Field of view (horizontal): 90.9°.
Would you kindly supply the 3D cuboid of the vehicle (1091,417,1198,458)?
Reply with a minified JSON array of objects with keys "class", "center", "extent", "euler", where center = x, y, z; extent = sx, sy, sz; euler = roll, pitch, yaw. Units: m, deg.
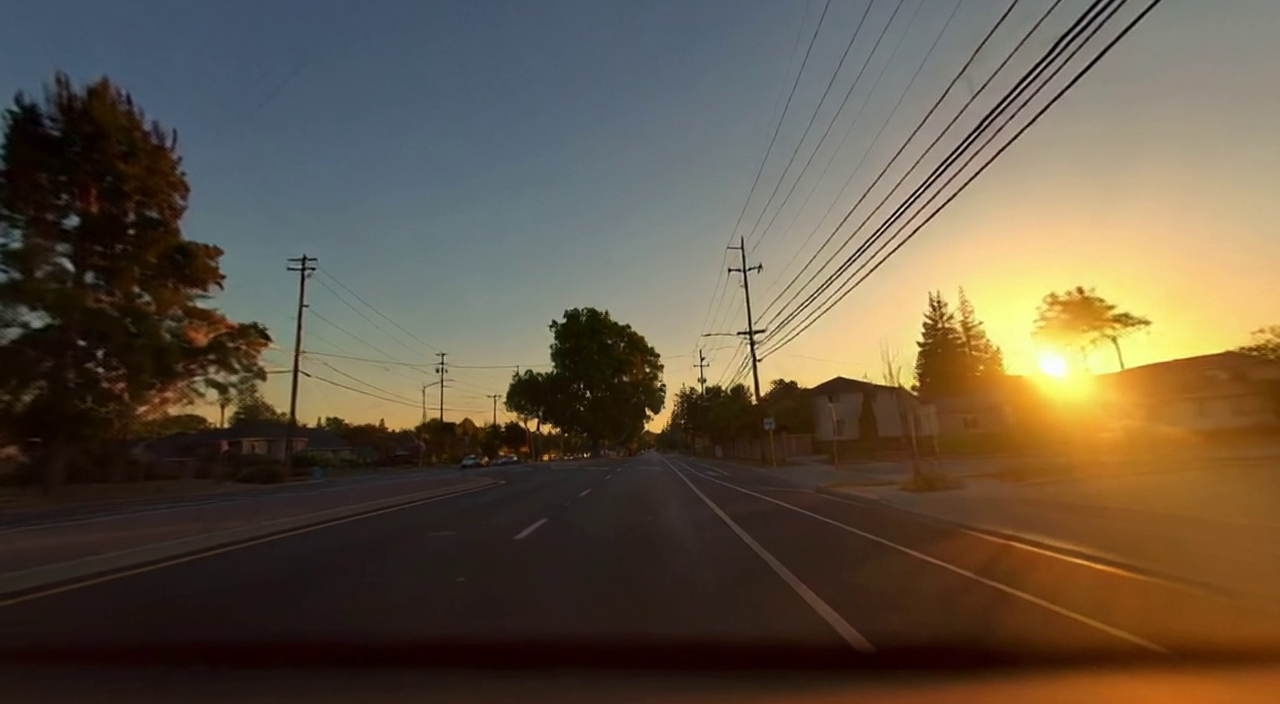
[{"class":"vehicle","center":[26.666,4.580,33.565],"extent":[2.009,2.044,4.571],"euler":[0,-9,3]}]
